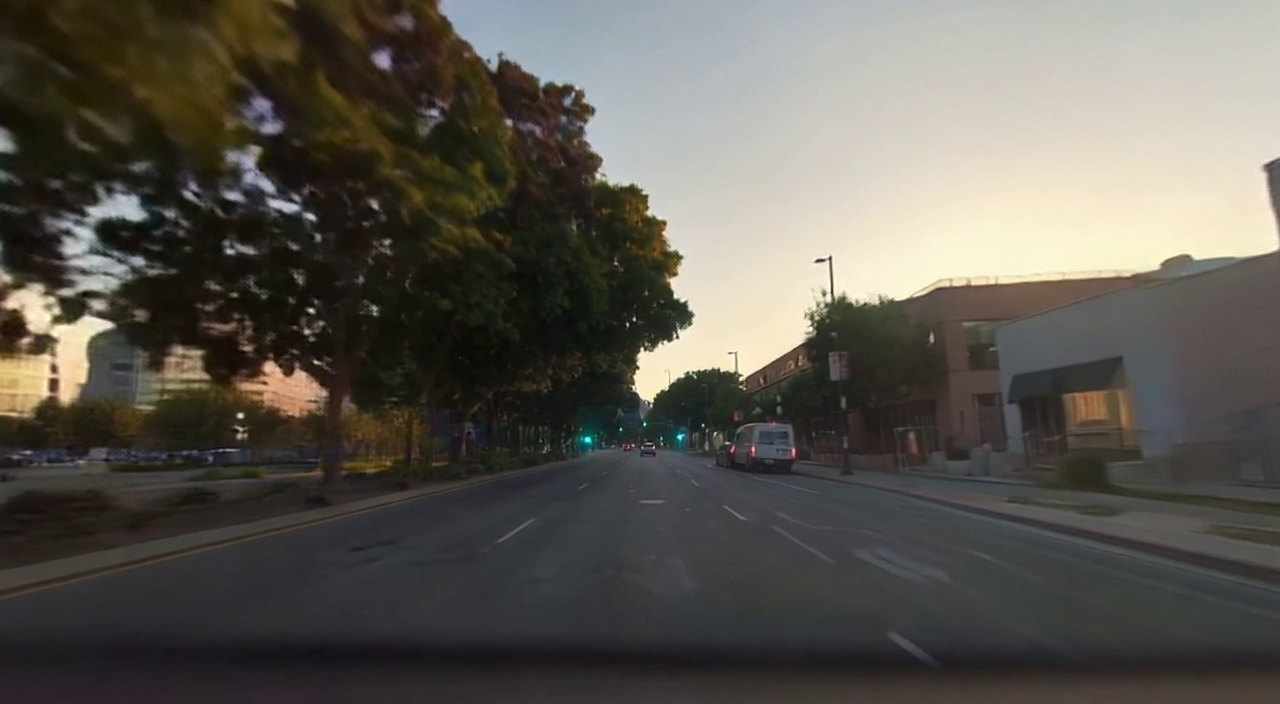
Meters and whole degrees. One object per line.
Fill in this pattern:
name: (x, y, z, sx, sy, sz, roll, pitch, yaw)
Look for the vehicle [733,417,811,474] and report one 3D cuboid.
vehicle: (6.568, 4.796, 32.406, 2.762, 2.607, 6.182, 0, -8, 1)
